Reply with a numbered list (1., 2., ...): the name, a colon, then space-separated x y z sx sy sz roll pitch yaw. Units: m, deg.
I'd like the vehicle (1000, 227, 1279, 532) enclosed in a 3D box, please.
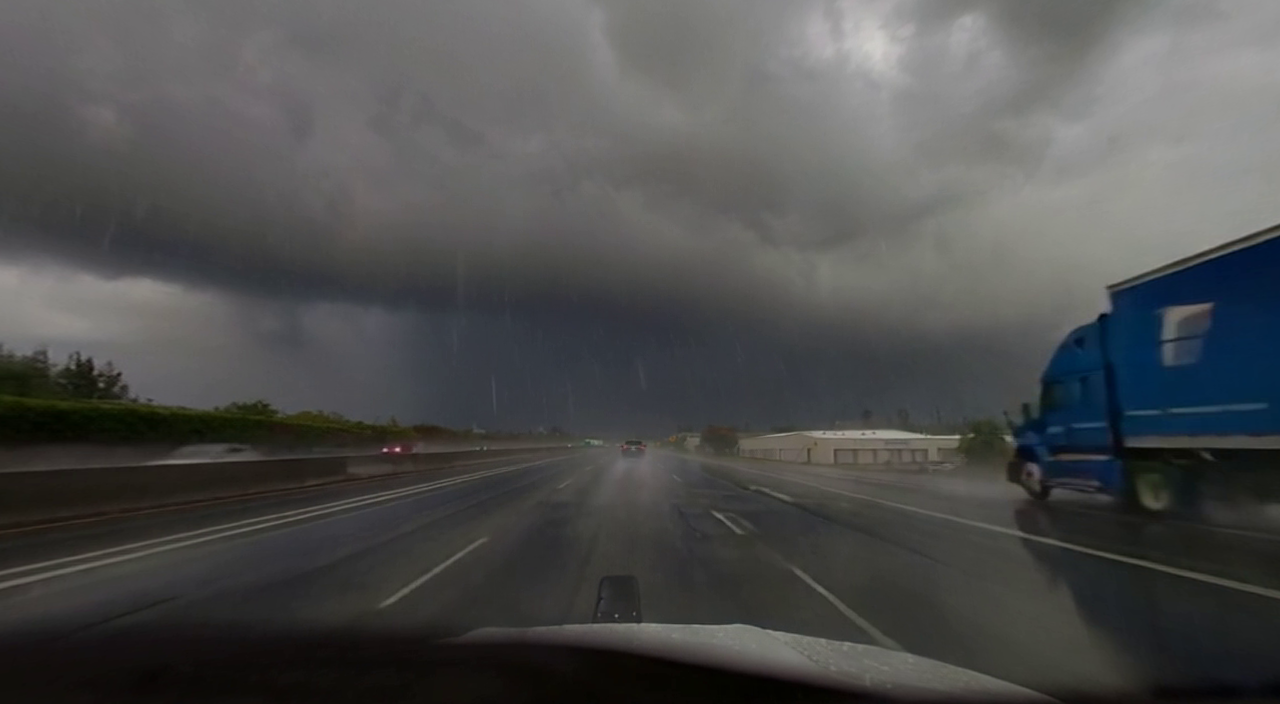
1. vehicle: 10.116 0.247 7.486 3.469 3.986 17.065 -1 -8 6
